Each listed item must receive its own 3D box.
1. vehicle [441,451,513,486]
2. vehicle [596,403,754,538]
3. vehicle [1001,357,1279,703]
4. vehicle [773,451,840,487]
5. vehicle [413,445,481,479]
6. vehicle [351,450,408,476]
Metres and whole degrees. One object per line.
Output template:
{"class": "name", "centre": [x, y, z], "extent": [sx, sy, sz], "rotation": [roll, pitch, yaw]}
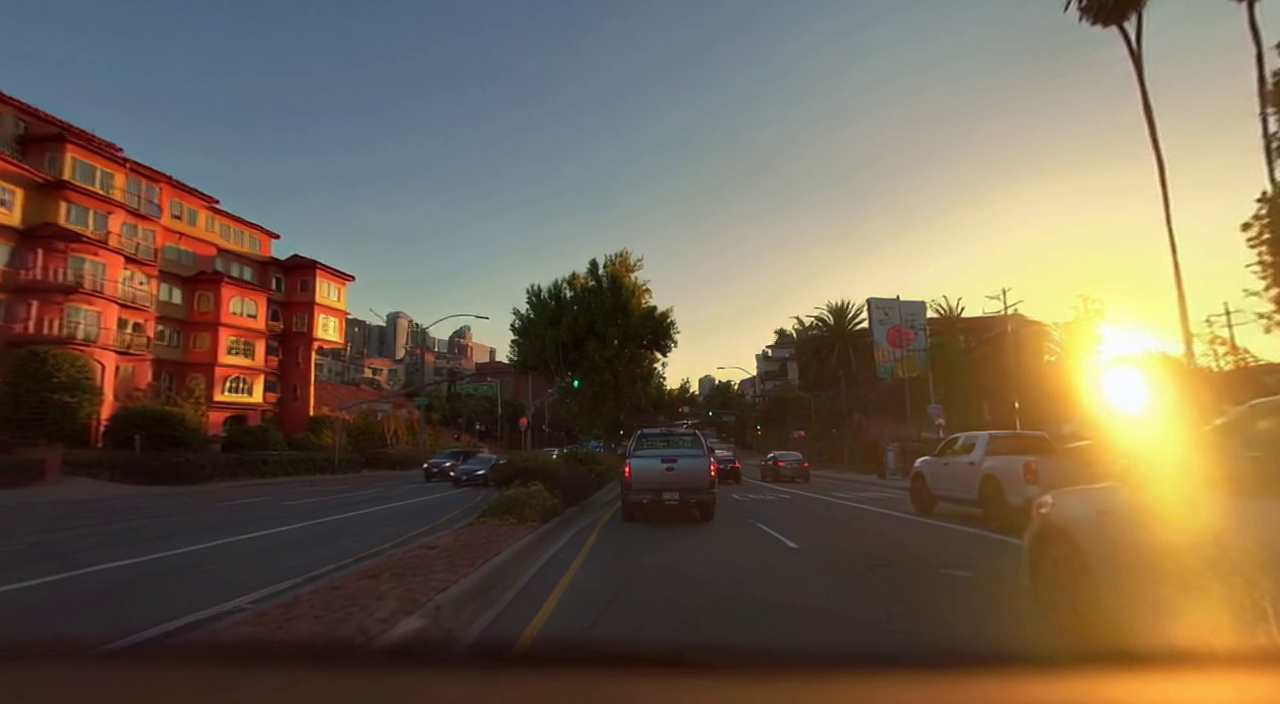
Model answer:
{"class": "vehicle", "centre": [-7.806, 5.606, 30.723], "extent": [2.061, 1.496, 4.600], "rotation": [-1, -9, 3]}
{"class": "vehicle", "centre": [0.602, 2.285, 12.762], "extent": [2.487, 2.115, 5.444], "rotation": [0, -9, 1]}
{"class": "vehicle", "centre": [4.022, 0.847, 2.509], "extent": [2.283, 1.738, 4.916], "rotation": [0, -9, 1]}
{"class": "vehicle", "centre": [7.686, 5.429, 29.638], "extent": [1.958, 1.523, 4.553], "rotation": [0, -9, 1]}
{"class": "vehicle", "centre": [-11.154, 6.359, 36.850], "extent": [2.272, 1.837, 4.892], "rotation": [-1, -9, 2]}
{"class": "vehicle", "centre": [-18.203, 7.775, 44.312], "extent": [1.972, 1.694, 4.466], "rotation": [0, -9, 1]}
